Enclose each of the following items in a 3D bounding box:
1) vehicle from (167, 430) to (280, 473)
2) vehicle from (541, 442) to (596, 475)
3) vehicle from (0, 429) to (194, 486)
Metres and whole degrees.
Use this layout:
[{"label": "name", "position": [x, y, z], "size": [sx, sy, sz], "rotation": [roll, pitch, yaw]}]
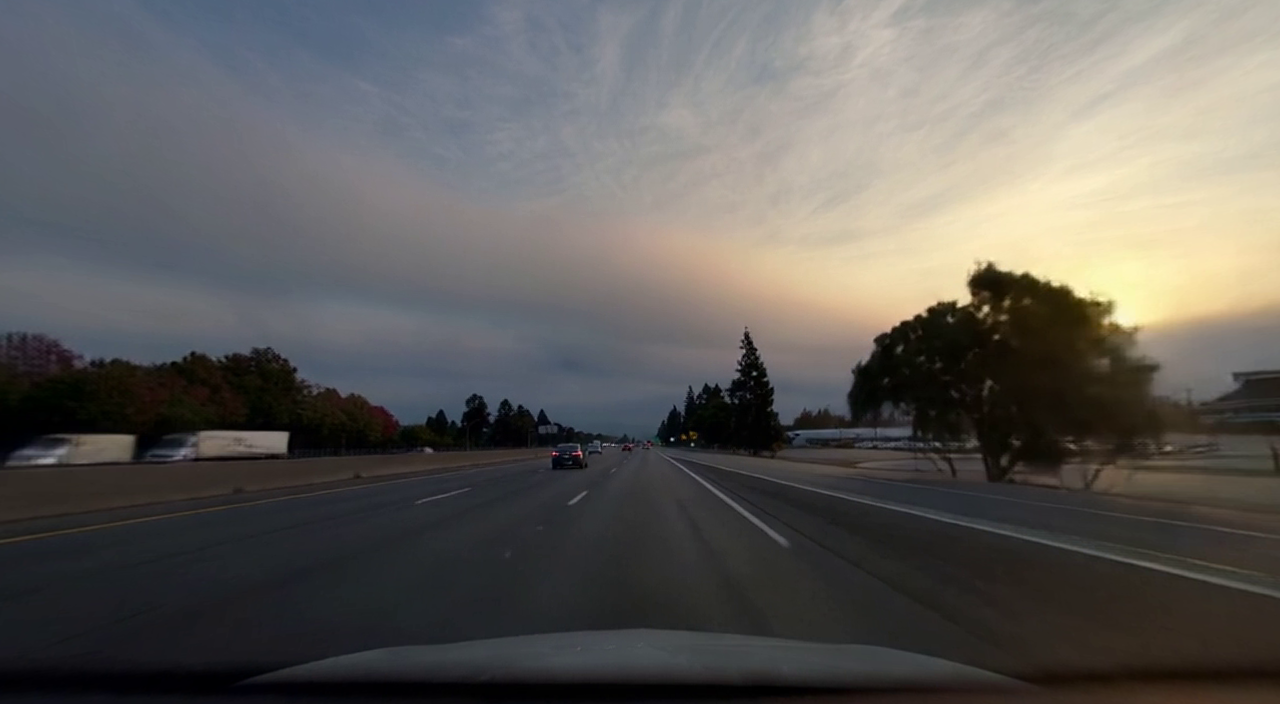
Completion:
[{"label": "vehicle", "position": [-31.718, 7.654, 48.639], "size": [2.802, 2.979, 8.523], "rotation": [0, -8, 1]}, {"label": "vehicle", "position": [-3.388, 5.163, 30.793], "size": [2.128, 1.450, 4.078], "rotation": [0, -8, 1]}, {"label": "vehicle", "position": [-31.752, 6.199, 37.690], "size": [2.984, 2.941, 9.677], "rotation": [0, -8, 1]}]
